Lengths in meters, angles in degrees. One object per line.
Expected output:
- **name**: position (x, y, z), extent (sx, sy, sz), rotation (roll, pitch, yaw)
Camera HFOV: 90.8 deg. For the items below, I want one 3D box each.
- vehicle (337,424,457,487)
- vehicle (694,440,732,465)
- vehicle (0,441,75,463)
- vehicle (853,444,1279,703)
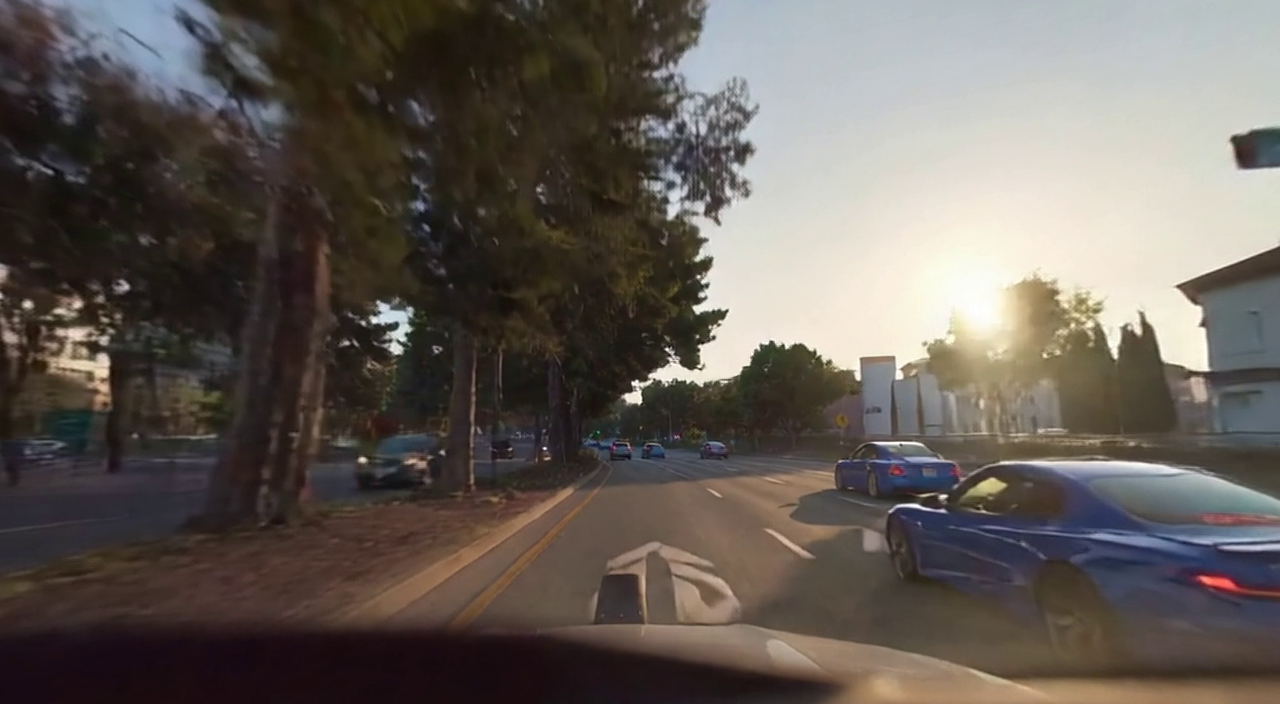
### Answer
- **vehicle**: position (-7.678, 3.330, 20.539), extent (2.106, 1.768, 4.552), rotation (0, -9, 0)
- **vehicle**: position (5.197, 7.243, 45.631), extent (1.931, 1.685, 4.054), rotation (0, -9, -5)
- **vehicle**: position (-47.675, 7.867, 49.652), extent (4.503, 1.663, 1.718), rotation (1, -9, -5)
- **vehicle**: position (3.428, 1.397, 4.858), extent (1.990, 1.347, 4.388), rotation (0, -9, -1)
